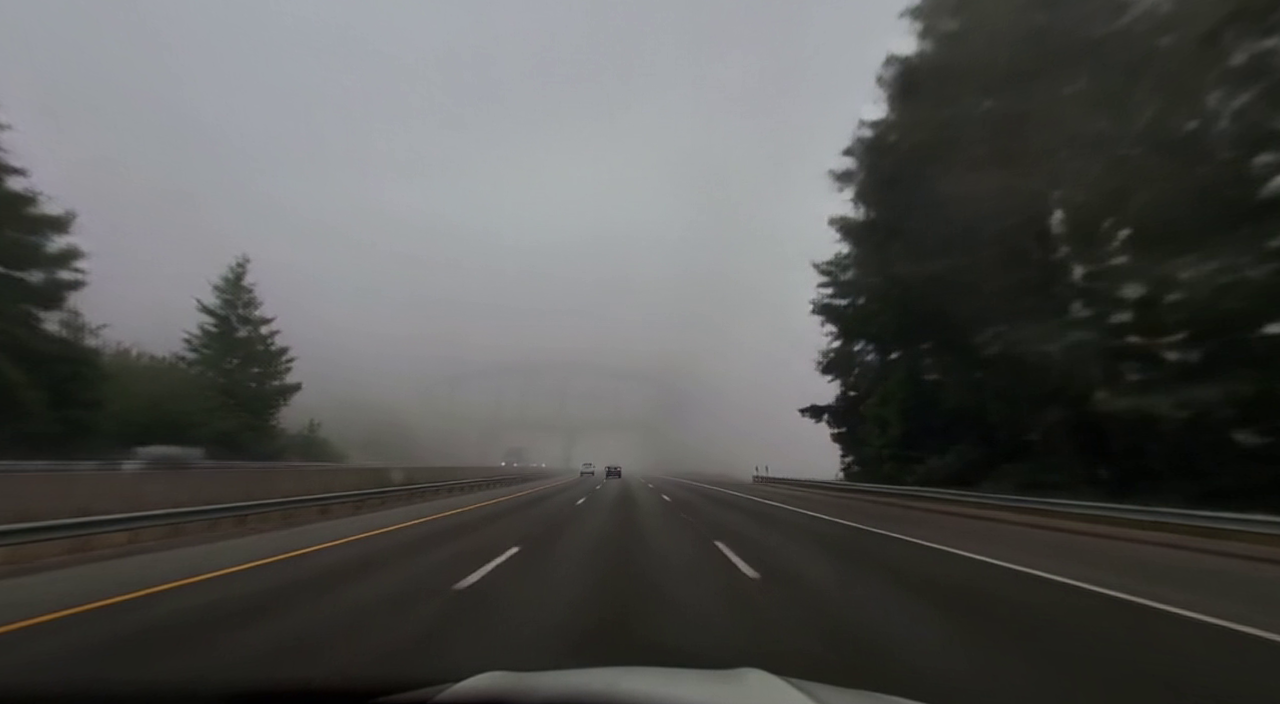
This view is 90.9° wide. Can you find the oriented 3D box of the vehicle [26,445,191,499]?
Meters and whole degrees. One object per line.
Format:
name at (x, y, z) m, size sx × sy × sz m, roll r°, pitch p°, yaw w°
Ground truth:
vehicle at (-16.160, 3.682, 19.456) m, size 1.868 × 1.456 × 3.665 m, roll 1°, pitch -10°, yaw -1°
